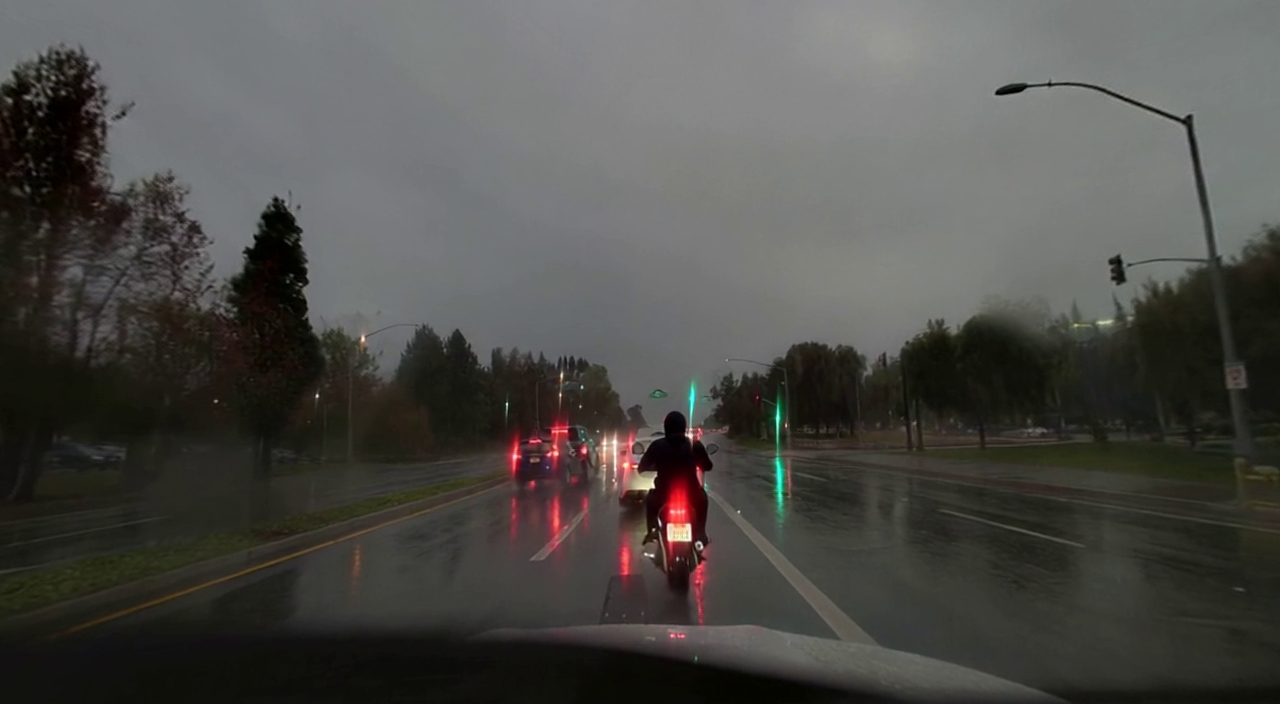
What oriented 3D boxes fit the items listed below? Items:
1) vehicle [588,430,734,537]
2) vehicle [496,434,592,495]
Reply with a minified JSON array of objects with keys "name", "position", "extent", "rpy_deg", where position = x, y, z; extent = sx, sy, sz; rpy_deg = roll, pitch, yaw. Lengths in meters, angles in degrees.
[{"name":"vehicle","position":[0.370,2.151,11.061],"extent":[2.009,1.450,4.608],"rpy_deg":[-1,-8,2]},{"name":"vehicle","position":[-2.535,3.082,17.628],"extent":[1.979,1.499,3.840],"rpy_deg":[-1,-8,2]}]
